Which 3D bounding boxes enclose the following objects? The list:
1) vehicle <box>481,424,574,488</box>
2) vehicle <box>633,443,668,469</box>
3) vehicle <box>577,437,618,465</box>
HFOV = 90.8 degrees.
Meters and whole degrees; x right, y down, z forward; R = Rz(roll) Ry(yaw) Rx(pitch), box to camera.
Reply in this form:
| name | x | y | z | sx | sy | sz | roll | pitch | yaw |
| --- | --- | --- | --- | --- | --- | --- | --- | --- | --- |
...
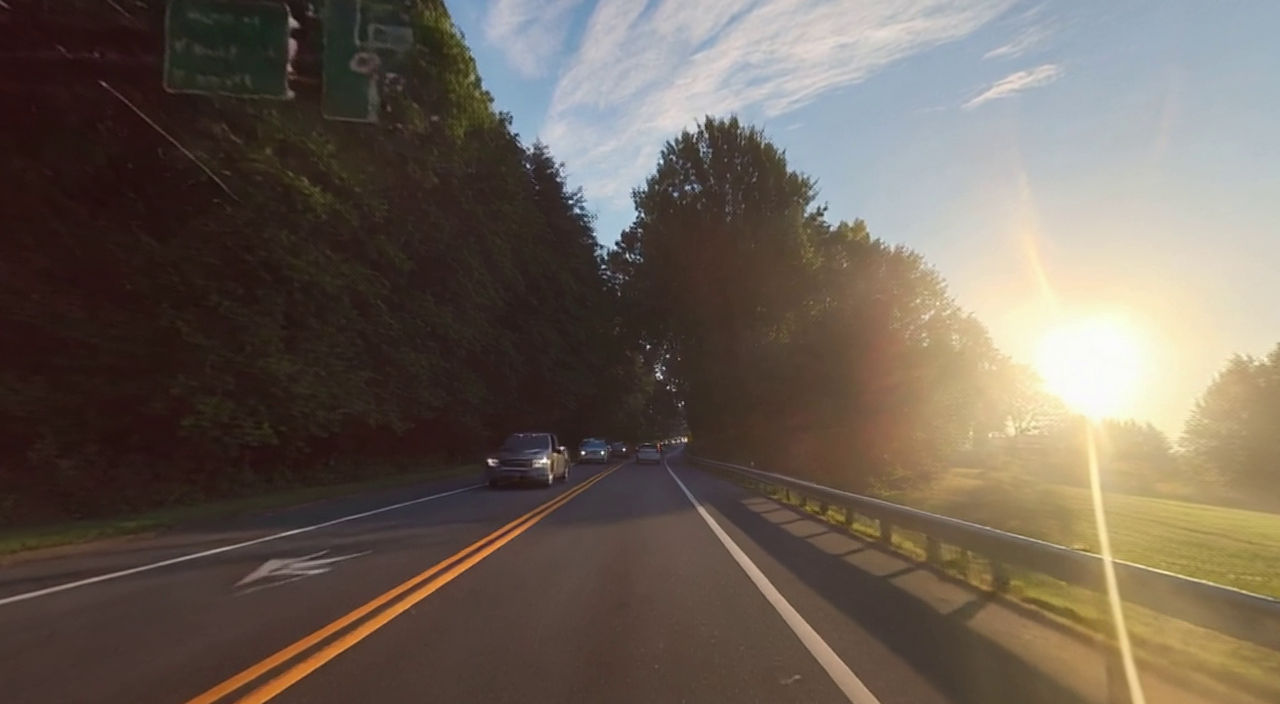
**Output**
| name | x | y | z | sx | sy | sz | roll | pitch | yaw |
| --- | --- | --- | --- | --- | --- | --- | --- | --- | --- |
| vehicle | -4.250 | 4.092 | 25.083 | 2.479 | 2.208 | 5.780 | 0 | -9 | 2 |
| vehicle | 0.648 | 6.450 | 39.337 | 2.067 | 1.486 | 3.861 | 0 | -9 | 1 |
| vehicle | -3.214 | 7.701 | 49.075 | 2.461 | 2.030 | 5.478 | -1 | -9 | 3 |
